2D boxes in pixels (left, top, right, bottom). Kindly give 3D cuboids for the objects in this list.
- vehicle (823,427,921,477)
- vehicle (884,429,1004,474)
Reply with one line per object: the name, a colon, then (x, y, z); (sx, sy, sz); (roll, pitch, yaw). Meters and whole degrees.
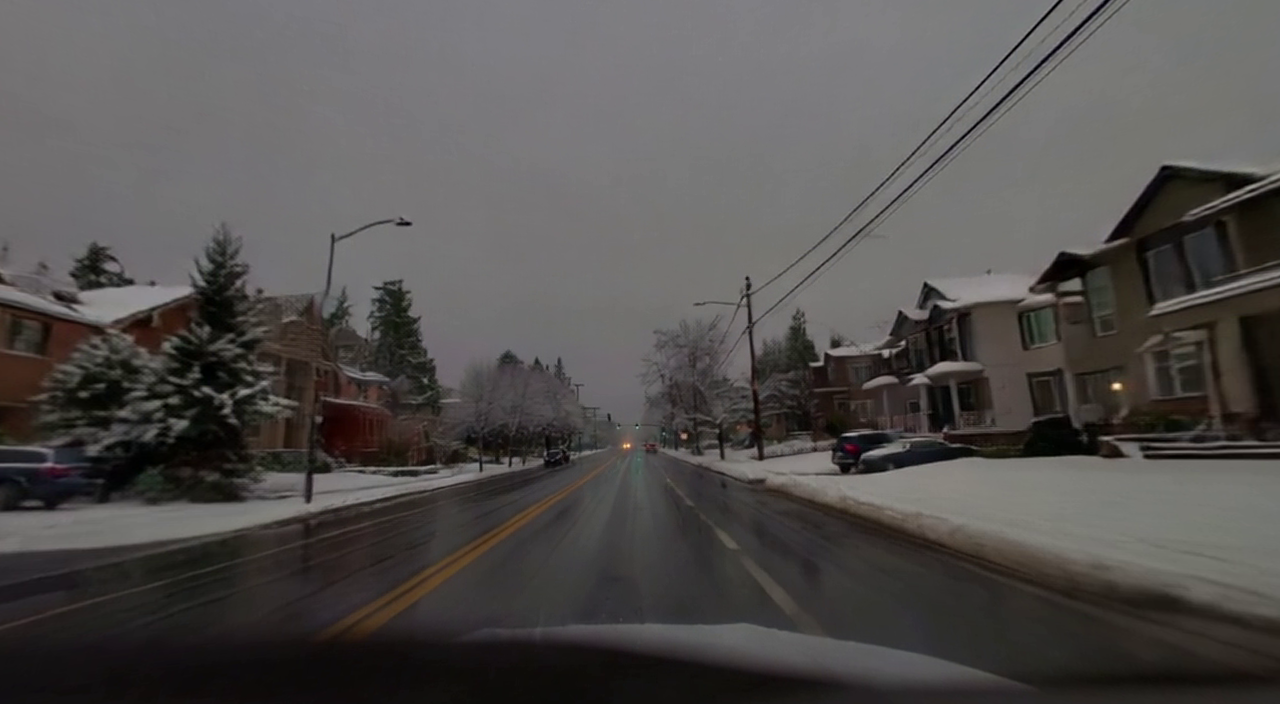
vehicle: (9.186, 4.032, 25.541); (2.121, 1.785, 4.693); (0, -9, -1)
vehicle: (11.948, 3.965, 25.308); (2.181, 1.530, 4.867); (-2, -9, -3)
